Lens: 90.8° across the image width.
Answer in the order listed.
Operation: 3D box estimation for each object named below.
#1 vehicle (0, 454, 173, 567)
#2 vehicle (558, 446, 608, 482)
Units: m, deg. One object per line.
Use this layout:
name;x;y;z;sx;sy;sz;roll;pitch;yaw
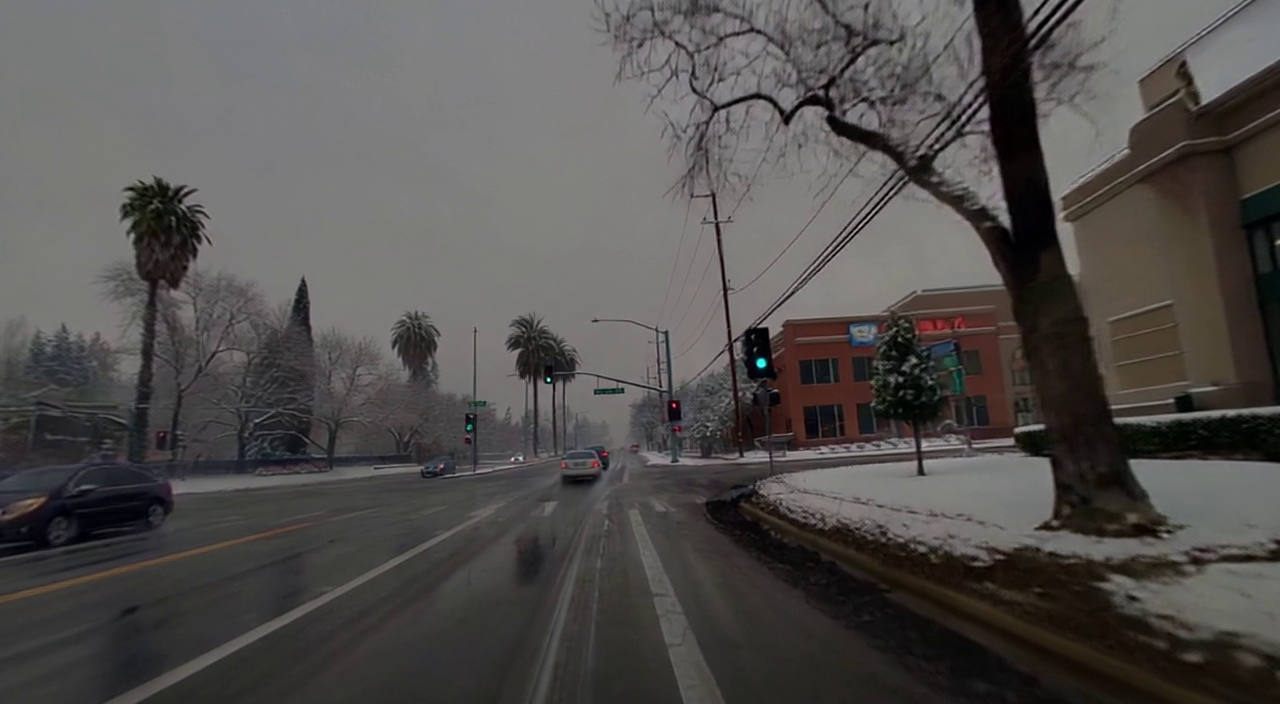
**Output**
vehicle;-11.721;2.892;12.071;2.050;1.811;4.752;0;-8;-2
vehicle;-2.515;5.022;28.746;2.063;1.474;4.334;0;-8;-2
